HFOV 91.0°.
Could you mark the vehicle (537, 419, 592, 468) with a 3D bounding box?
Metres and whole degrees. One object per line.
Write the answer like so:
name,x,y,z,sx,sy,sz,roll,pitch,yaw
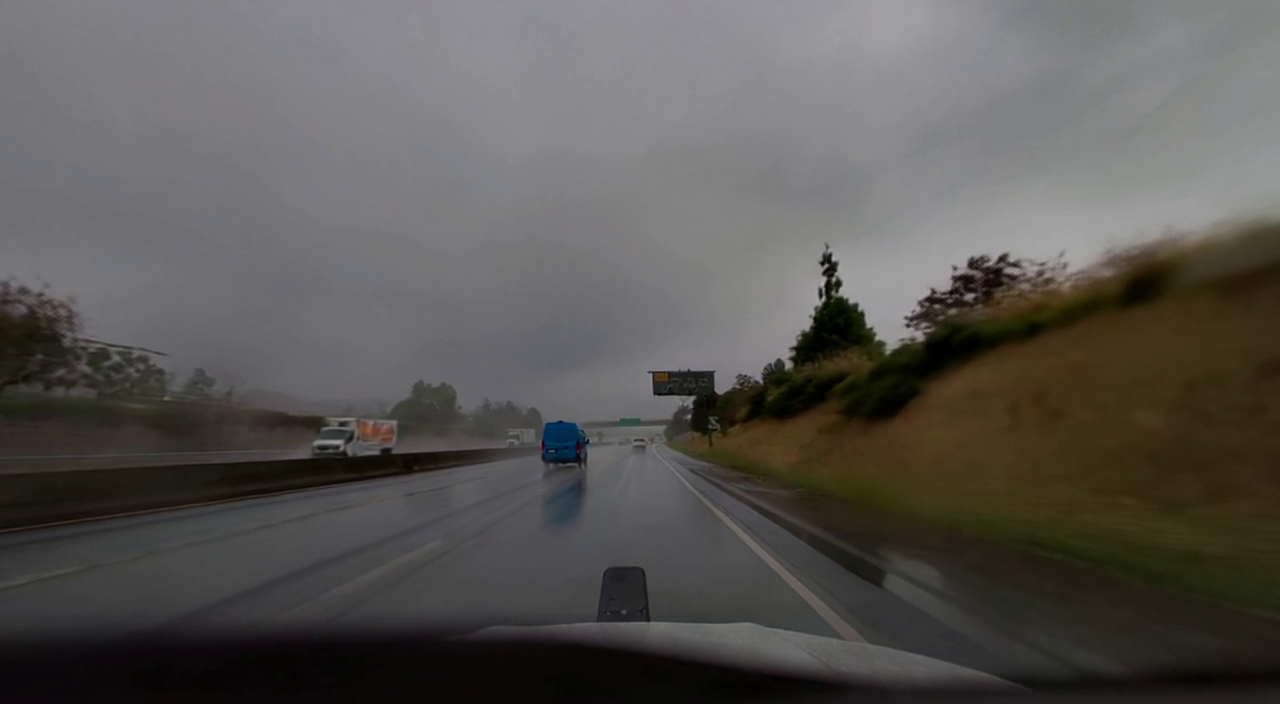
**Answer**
vehicle,-4.011,5.002,34.434,2.329,2.483,5.428,0,-8,0
